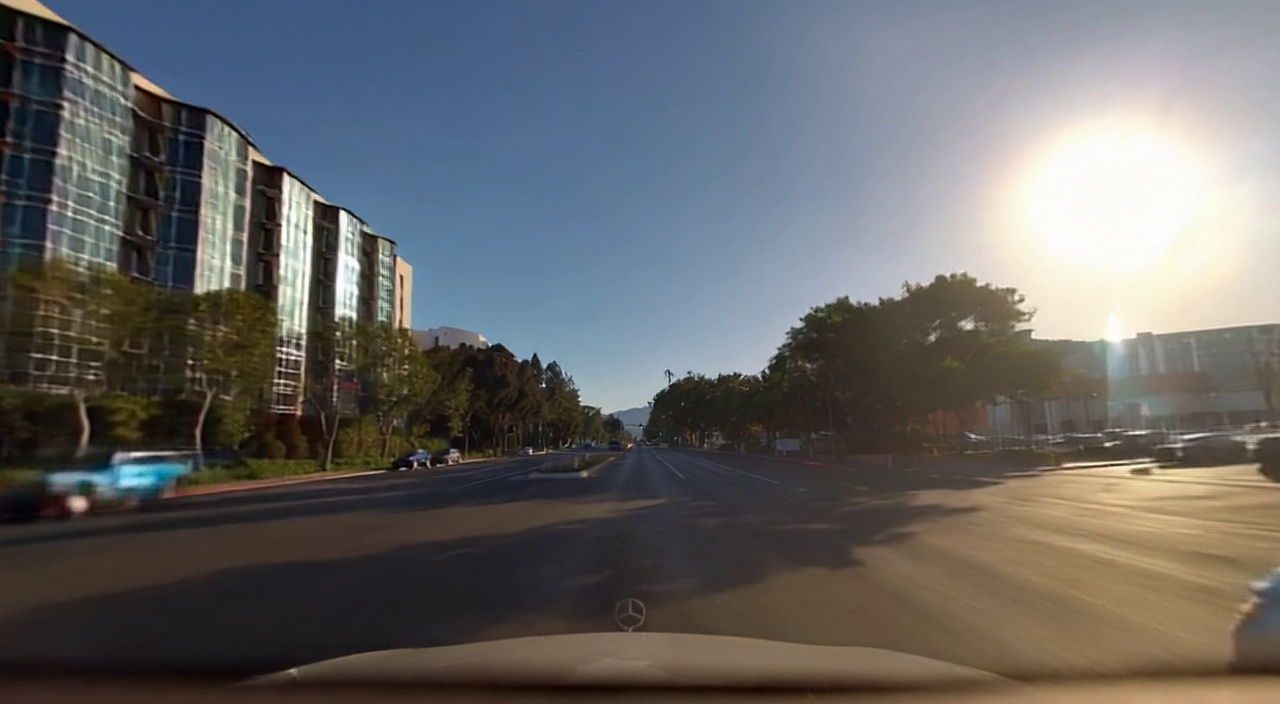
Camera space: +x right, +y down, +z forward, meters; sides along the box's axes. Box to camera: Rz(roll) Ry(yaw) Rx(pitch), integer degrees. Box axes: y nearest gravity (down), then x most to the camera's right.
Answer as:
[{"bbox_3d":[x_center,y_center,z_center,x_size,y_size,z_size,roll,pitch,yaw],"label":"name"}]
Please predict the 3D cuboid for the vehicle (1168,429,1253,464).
[{"bbox_3d":[29.987,4.970,33.074,5.036,1.698,2.031,6,-10,-35],"label":"vehicle"}]

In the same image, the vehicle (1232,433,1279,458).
[{"bbox_3d":[38.344,5.746,38.688,3.920,1.437,1.914,6,-10,-33],"label":"vehicle"}]

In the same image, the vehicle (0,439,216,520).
[{"bbox_3d":[-15.475,3.511,18.232,2.209,1.931,5.813,0,-8,2],"label":"vehicle"}]
